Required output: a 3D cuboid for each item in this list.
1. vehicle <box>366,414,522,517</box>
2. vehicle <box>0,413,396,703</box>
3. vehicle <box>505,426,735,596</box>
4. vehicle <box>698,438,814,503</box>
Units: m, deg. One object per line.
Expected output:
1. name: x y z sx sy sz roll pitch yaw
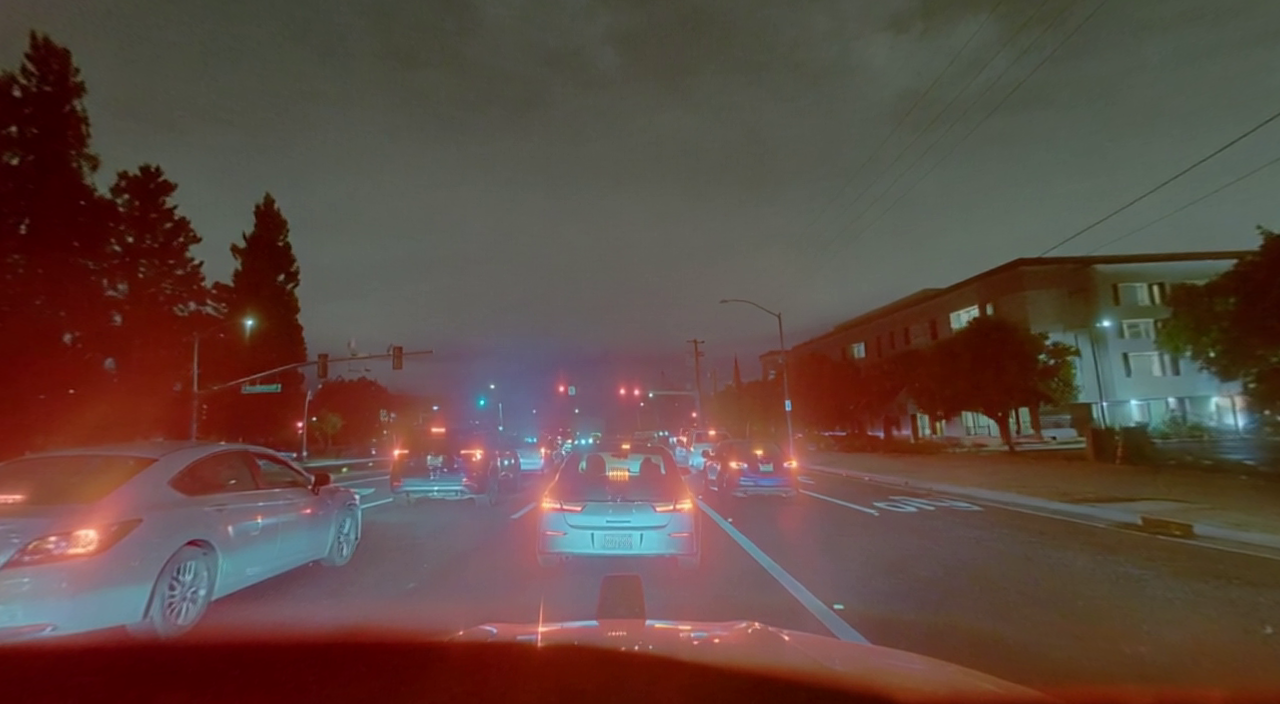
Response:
1. vehicle: -4.030 2.420 13.905 2.054 1.881 4.469 0 -8 -1
2. vehicle: -3.856 1.364 5.264 1.985 1.467 4.224 0 -9 -1
3. vehicle: -0.228 1.701 7.634 2.007 1.467 4.059 0 -8 -2
4. vehicle: 2.813 2.994 16.426 1.978 1.452 4.381 0 -8 -3
